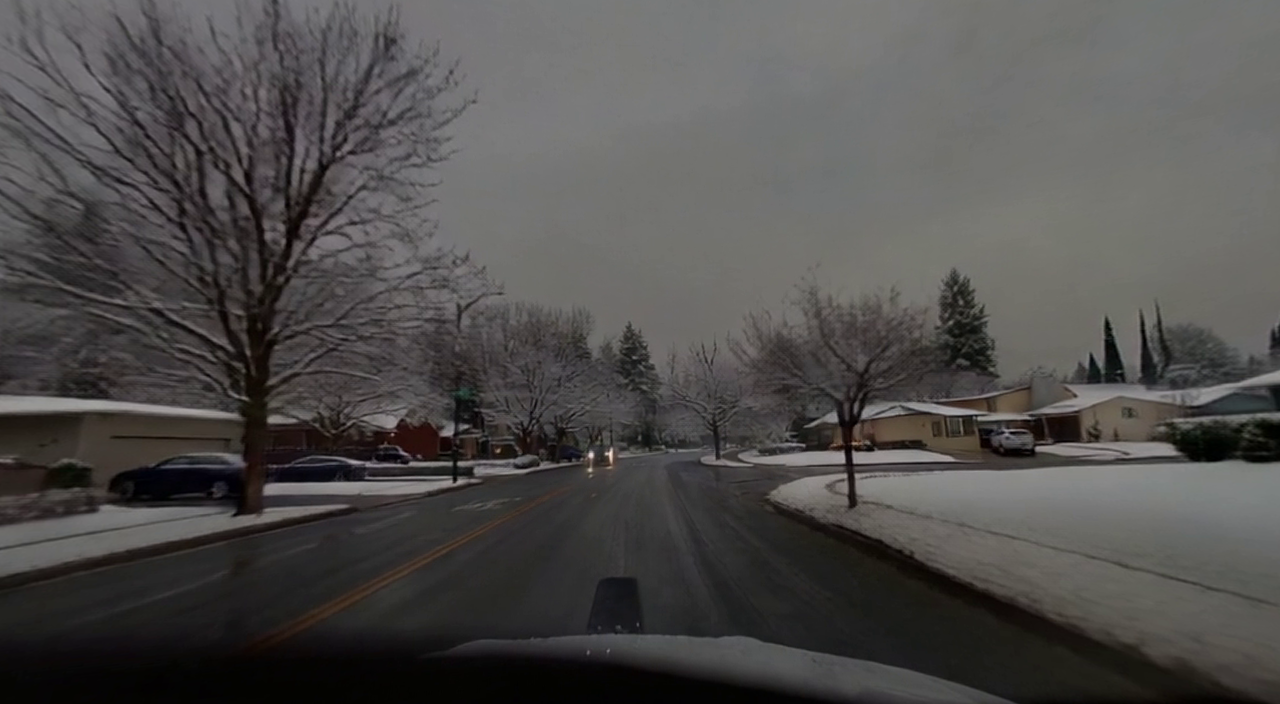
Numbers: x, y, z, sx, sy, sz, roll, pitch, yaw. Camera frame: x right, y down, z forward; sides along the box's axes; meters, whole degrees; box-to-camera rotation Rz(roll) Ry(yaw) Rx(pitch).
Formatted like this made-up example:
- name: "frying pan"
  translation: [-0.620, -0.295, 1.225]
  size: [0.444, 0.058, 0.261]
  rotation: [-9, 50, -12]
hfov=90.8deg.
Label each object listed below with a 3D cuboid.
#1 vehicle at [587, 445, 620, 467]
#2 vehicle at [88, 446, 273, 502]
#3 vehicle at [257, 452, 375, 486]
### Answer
- name: "vehicle"
  translation: [-2.822, 8.205, 49.807]
  size: [2.025, 1.660, 4.151]
  rotation: [-1, -9, 5]
- name: "vehicle"
  translation: [-14.504, 3.857, 20.180]
  size: [4.237, 1.687, 1.970]
  rotation: [1, -9, -3]
- name: "vehicle"
  translation: [-14.803, 5.349, 29.057]
  size: [4.370, 1.482, 1.926]
  rotation: [0, -9, 3]
